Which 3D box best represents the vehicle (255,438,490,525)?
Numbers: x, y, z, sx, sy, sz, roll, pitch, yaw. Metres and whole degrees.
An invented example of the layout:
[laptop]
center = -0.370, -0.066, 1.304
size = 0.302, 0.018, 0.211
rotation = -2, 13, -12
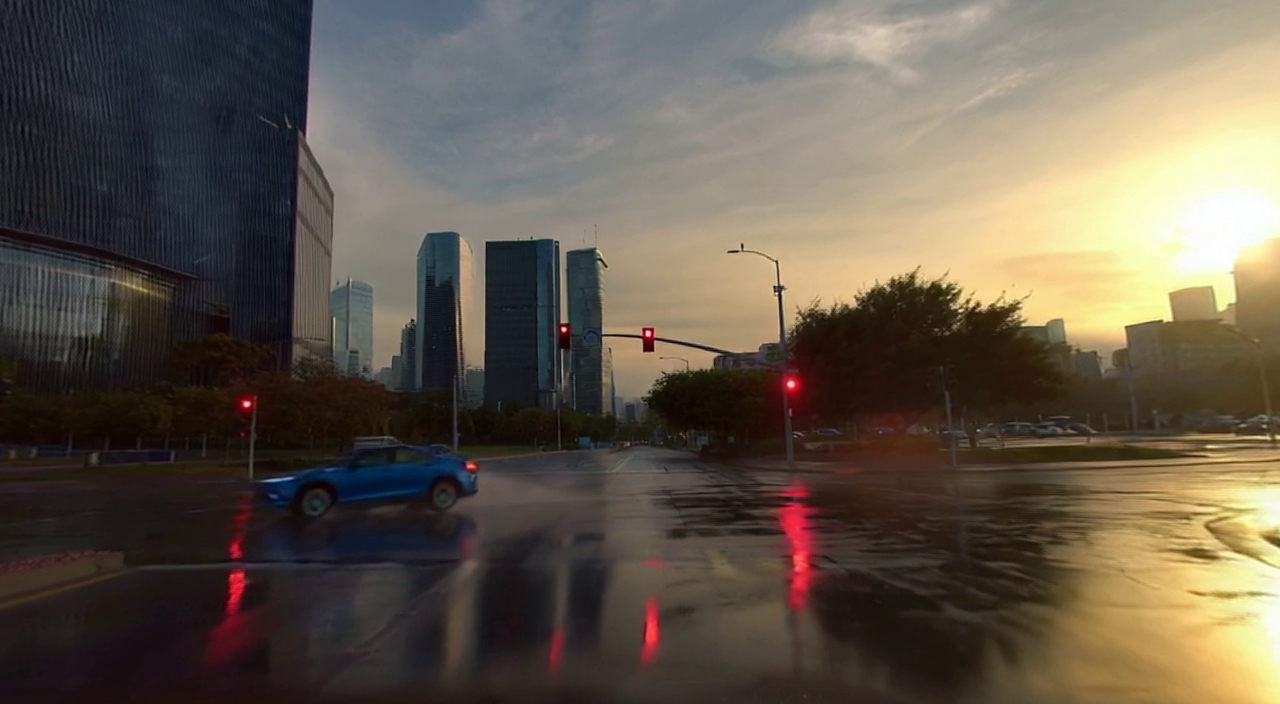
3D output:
[vehicle]
center = -5.715, 2.718, 13.762
size = 4.218, 1.572, 2.065
rotation = 8, -12, -41
